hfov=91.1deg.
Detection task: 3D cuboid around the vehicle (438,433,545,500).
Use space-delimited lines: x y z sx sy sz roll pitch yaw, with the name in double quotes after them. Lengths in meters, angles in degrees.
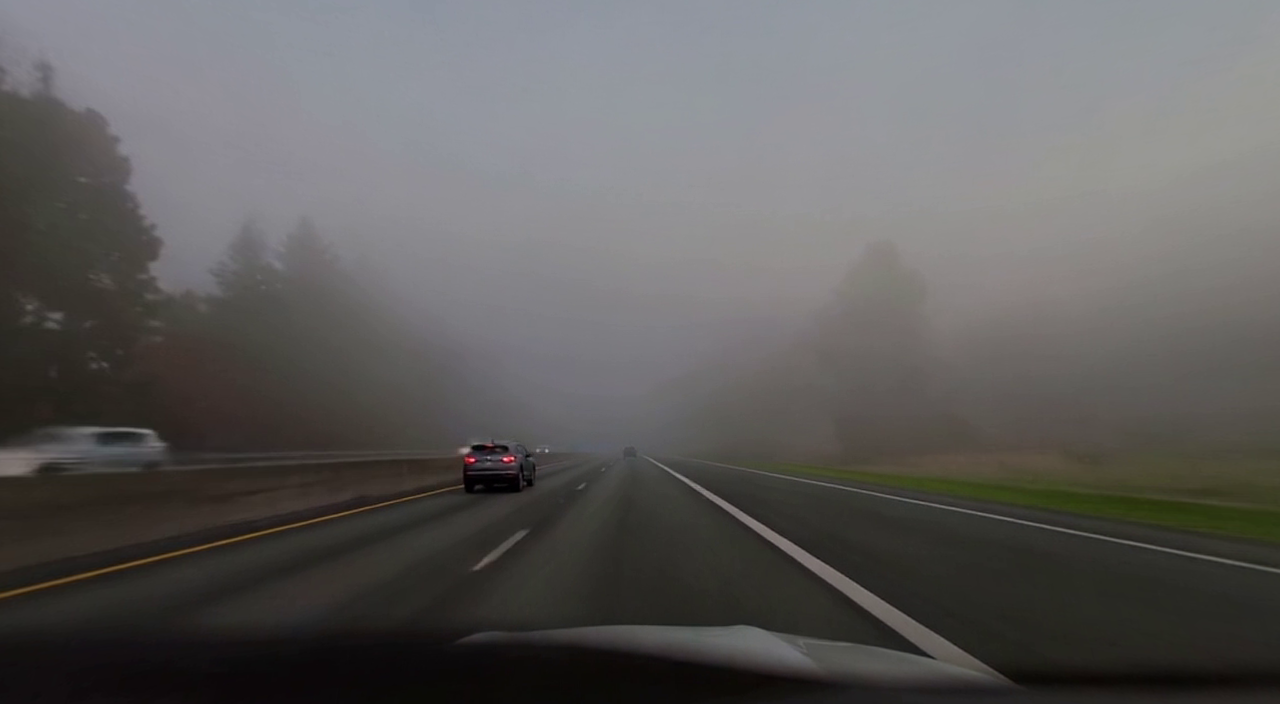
-4.243 3.344 18.749 2.111 1.717 4.426 0 -9 0 "vehicle"
